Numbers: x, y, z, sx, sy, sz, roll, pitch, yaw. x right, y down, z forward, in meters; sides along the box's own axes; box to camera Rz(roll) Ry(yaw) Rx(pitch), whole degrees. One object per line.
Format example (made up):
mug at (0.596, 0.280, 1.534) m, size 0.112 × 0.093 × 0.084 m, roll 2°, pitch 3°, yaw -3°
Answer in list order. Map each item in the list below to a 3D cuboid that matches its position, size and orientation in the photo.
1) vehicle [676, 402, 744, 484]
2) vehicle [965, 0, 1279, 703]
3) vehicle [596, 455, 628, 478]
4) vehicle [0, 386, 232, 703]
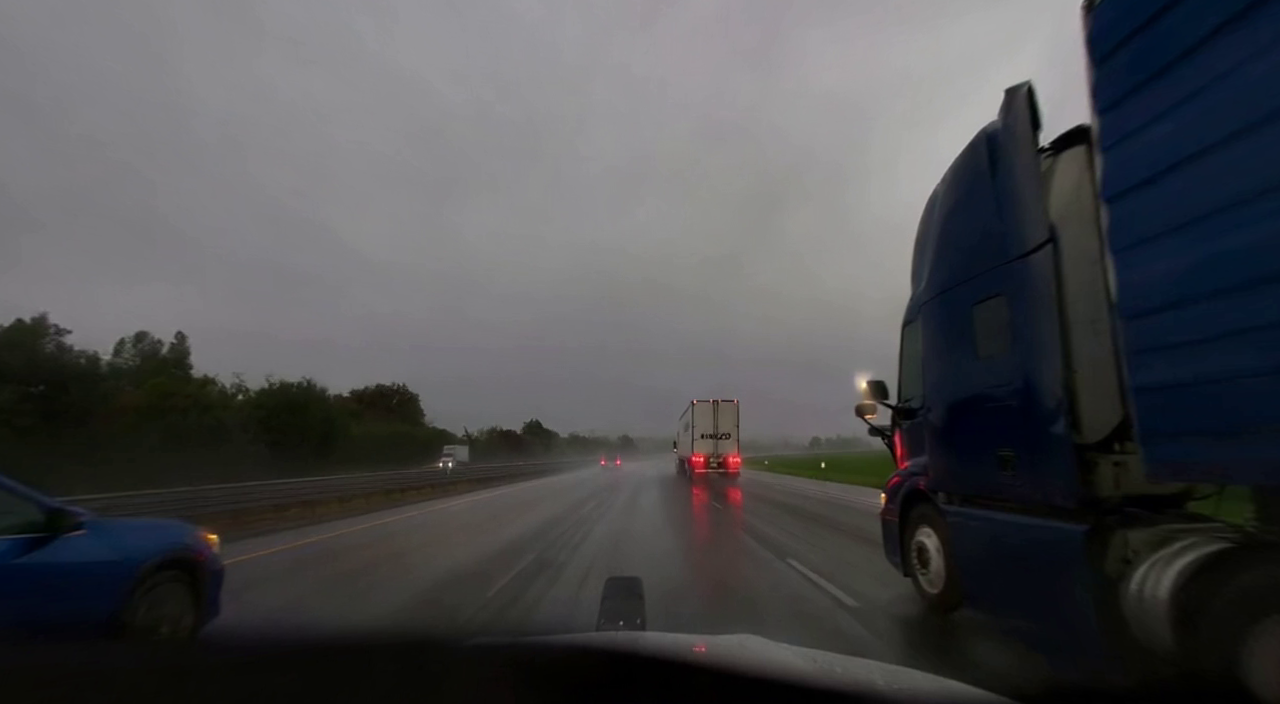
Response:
vehicle at (3.837, 5.654, 38.235) m, size 2.832 × 4.034 × 13.924 m, roll 0°, pitch -10°, yaw 1°
vehicle at (4.721, -0.353, 1.754) m, size 3.300 × 4.237 × 7.728 m, roll 0°, pitch -9°, yaw 0°
vehicle at (-1.903, 7.876, 43.582) m, size 1.935 × 1.470 × 4.063 m, roll 0°, pitch -9°, yaw 1°
vehicle at (-3.646, 0.804, 1.860) m, size 1.945 × 1.537 × 4.294 m, roll 0°, pitch -9°, yaw 1°
